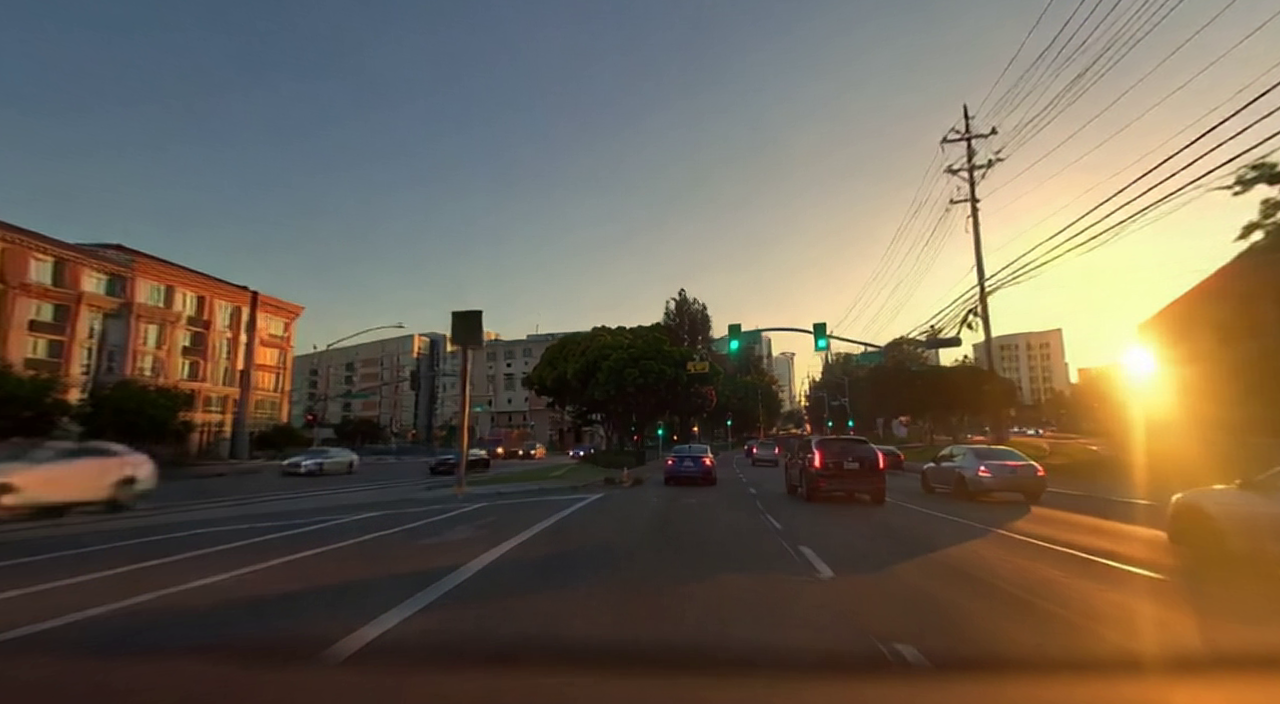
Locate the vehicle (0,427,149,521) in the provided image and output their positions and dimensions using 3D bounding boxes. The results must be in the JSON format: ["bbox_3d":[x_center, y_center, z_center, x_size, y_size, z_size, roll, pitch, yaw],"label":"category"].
[{"bbox_3d":[-12.773,2.377,12.490,2.057,1.705,4.754,-1,-8,3],"label":"vehicle"}]

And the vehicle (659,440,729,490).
[{"bbox_3d":[1.916,3.816,21.735,2.168,1.527,4.174,-1,-8,7],"label":"vehicle"}]

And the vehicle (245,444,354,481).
[{"bbox_3d":[-15.035,4.877,28.216,1.905,1.469,4.825,-1,-8,5],"label":"vehicle"}]

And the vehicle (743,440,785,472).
[{"bbox_3d":[6.641,5.594,34.131,1.896,1.612,4.203,-1,-8,7],"label":"vehicle"}]

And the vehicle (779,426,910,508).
[{"bbox_3d":[5.132,2.929,16.603,2.119,1.810,4.848,-1,-8,4],"label":"vehicle"}]

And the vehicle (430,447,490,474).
[{"bbox_3d":[-10.172,6.148,35.970,1.779,1.388,4.210,-1,-8,7],"label":"vehicle"}]

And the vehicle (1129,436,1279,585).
[{"bbox_3d":[7.283,1.522,5.902,1.866,1.471,4.478,0,-8,1],"label":"vehicle"}]

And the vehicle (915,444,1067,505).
[{"bbox_3d":[9.538,3.309,17.642,1.882,1.463,4.543,-1,-8,4],"label":"vehicle"}]
